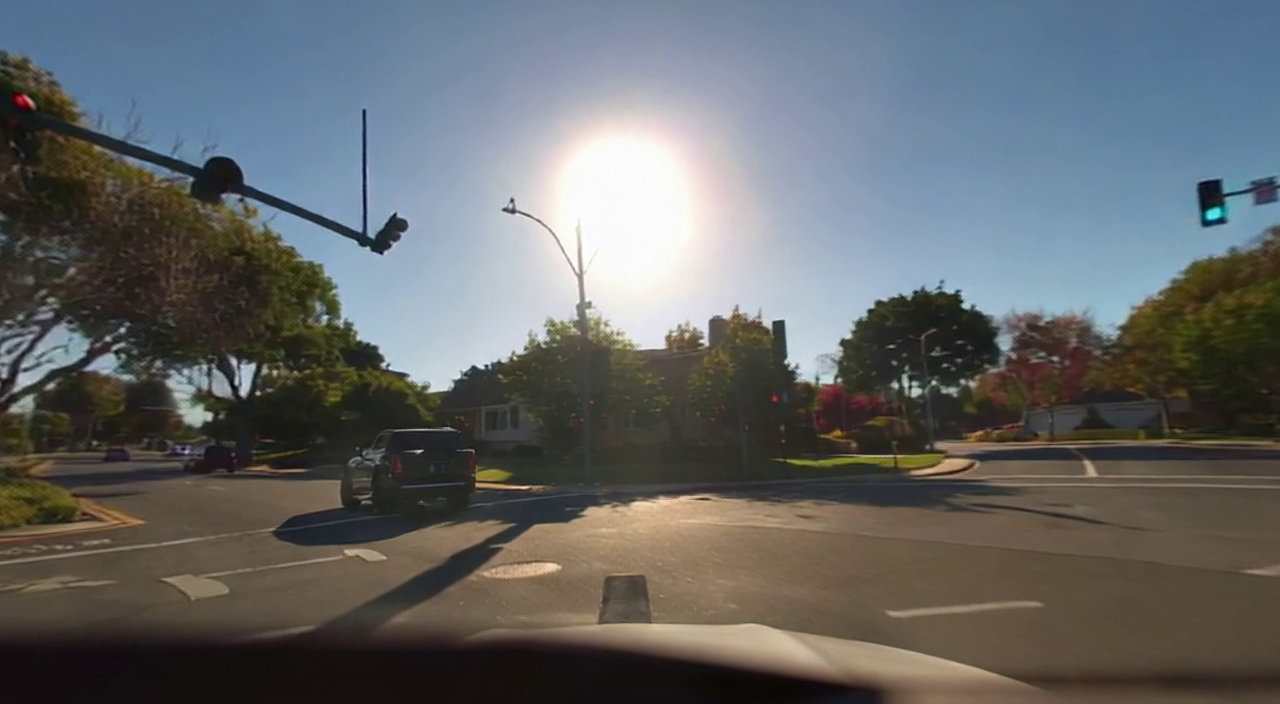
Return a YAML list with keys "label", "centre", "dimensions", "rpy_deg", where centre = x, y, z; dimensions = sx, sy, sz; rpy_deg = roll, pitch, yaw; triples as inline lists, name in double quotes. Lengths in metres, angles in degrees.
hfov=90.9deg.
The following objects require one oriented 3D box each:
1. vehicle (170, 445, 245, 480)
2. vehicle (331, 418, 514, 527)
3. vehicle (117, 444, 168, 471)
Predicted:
- label: "vehicle"
  centre: [-19.714, 4.963, 28.650]
  dimensions: [1.983, 1.433, 4.558]
  rpy_deg: [8, -12, -43]
- label: "vehicle"
  centre: [-4.720, 2.415, 13.237]
  dimensions: [2.141, 1.833, 4.704]
  rpy_deg: [6, -11, -38]
- label: "vehicle"
  centre: [-30.810, 6.495, 38.952]
  dimensions: [3.759, 1.520, 1.854]
  rpy_deg: [-8, -12, 43]
